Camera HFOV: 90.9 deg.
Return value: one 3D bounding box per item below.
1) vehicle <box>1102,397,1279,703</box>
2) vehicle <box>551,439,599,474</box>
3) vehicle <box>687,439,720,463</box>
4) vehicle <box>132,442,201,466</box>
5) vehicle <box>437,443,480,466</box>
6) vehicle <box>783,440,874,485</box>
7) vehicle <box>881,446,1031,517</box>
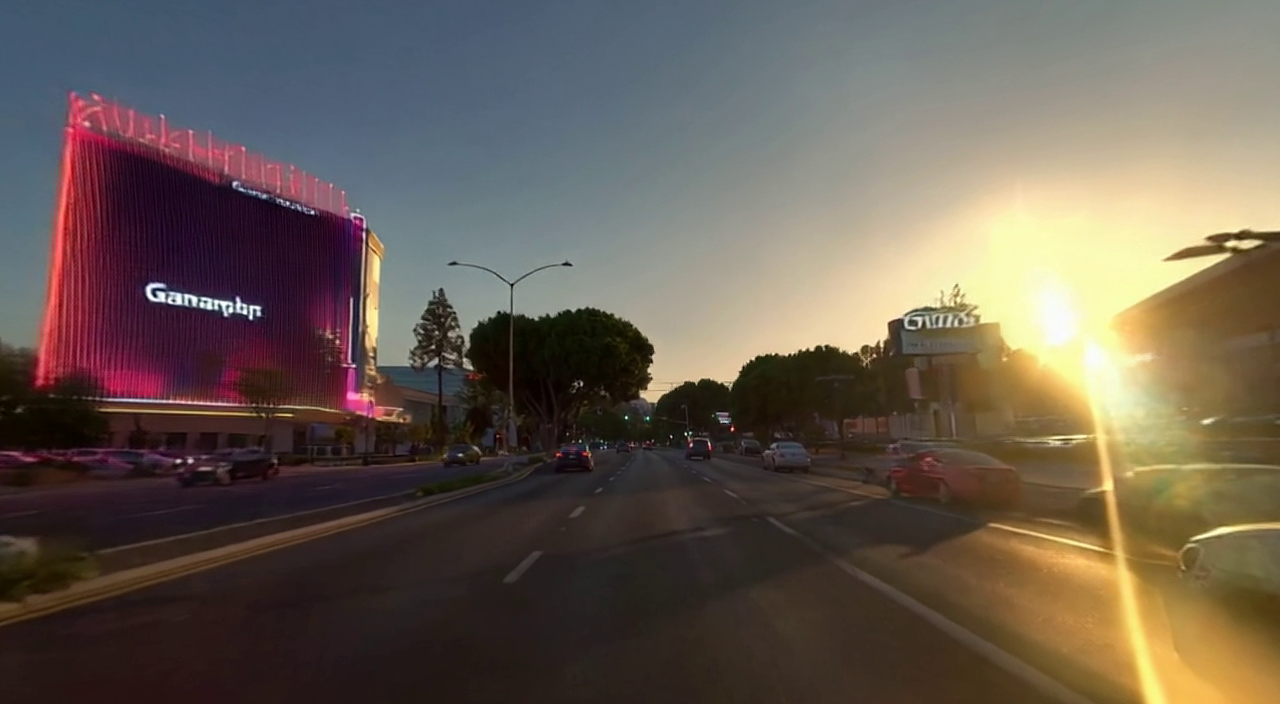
[{"bbox_3d":[3.438,0.718,1.016,1.981,1.499,4.536,0,-8,1],"label":"vehicle"},{"bbox_3d":[-3.026,4.947,30.007,1.917,1.511,4.436,0,-8,-1],"label":"vehicle"},{"bbox_3d":[4.687,7.433,47.288,2.007,1.683,4.171,0,-8,-1],"label":"vehicle"},{"bbox_3d":[-34.571,7.437,46.120,1.810,1.606,3.988,-1,-8,2],"label":"vehicle"},{"bbox_3d":[-14.041,7.944,49.066,1.905,1.687,4.436,-1,-8,2],"label":"vehicle"},{"bbox_3d":[7.358,4.331,25.133,1.918,1.598,4.536,0,-8,-4],"label":"vehicle"},{"bbox_3d":[7.324,2.992,15.051,1.654,1.440,3.647,0,-8,-1],"label":"vehicle"}]
